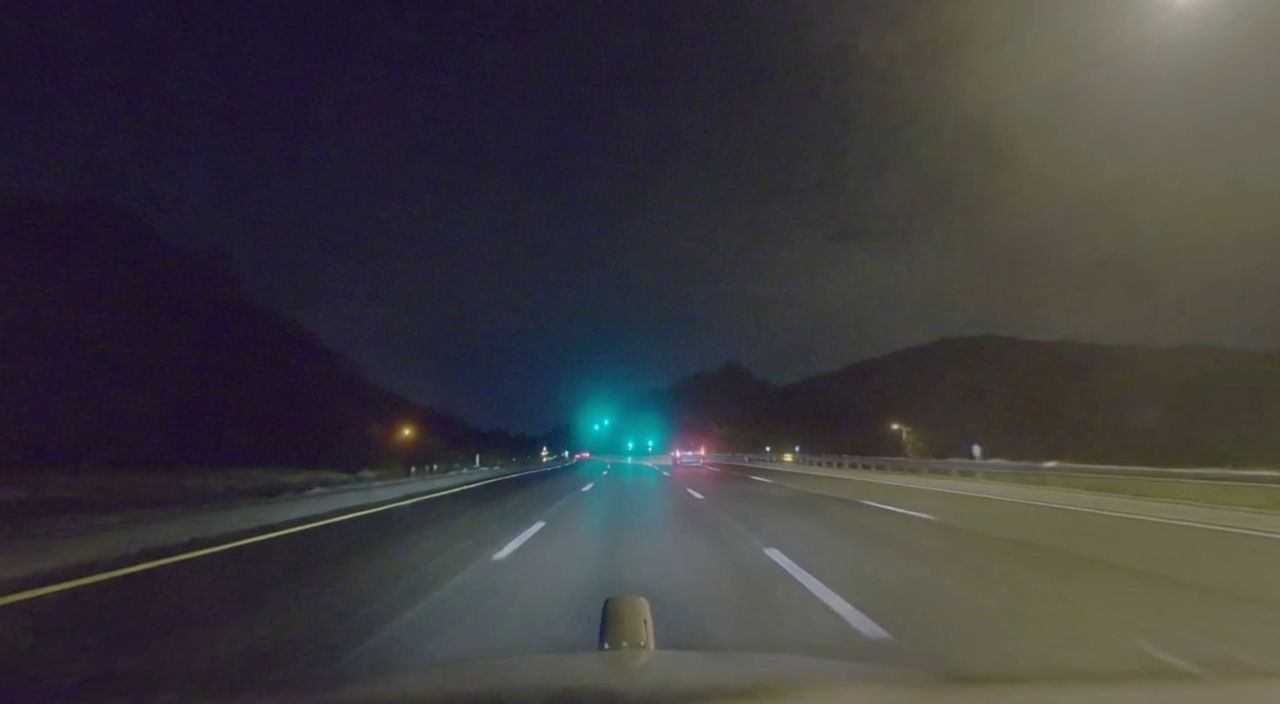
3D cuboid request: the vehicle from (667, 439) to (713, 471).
[{"bbox_3d":[3.035,6.406,39.087,2.233,1.861,4.494,1,-9,-3],"label":"vehicle"}]
